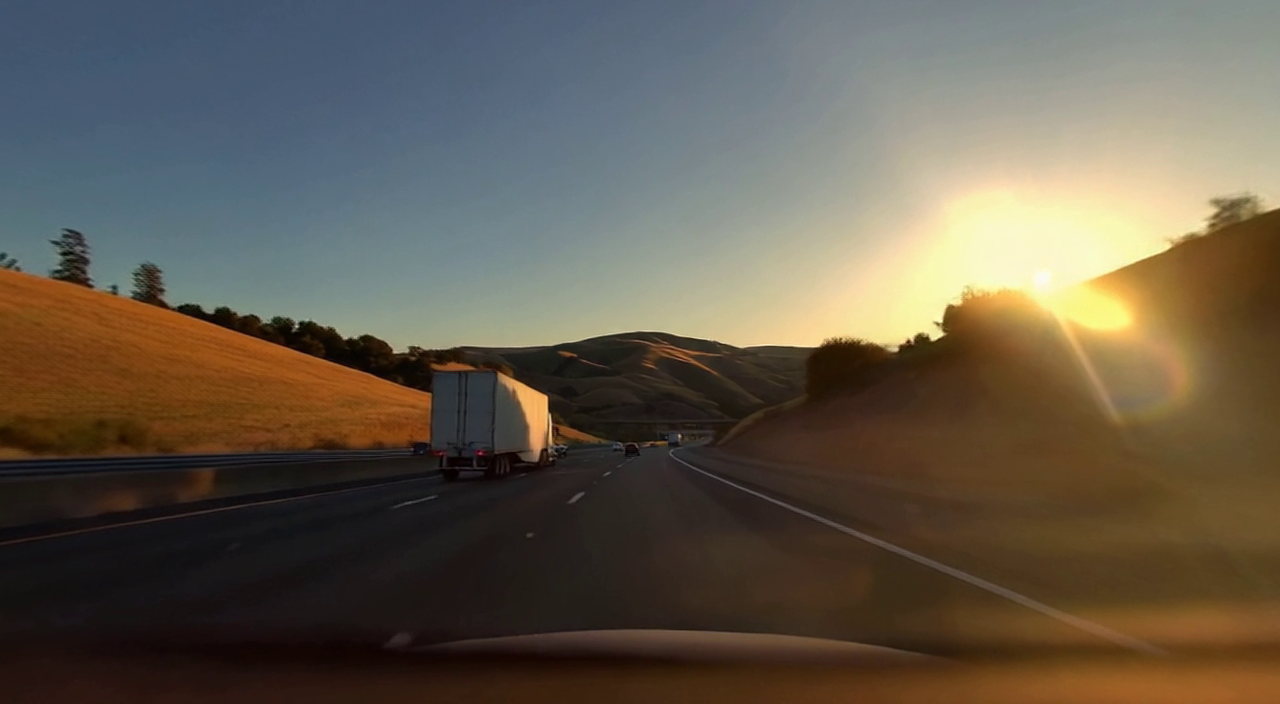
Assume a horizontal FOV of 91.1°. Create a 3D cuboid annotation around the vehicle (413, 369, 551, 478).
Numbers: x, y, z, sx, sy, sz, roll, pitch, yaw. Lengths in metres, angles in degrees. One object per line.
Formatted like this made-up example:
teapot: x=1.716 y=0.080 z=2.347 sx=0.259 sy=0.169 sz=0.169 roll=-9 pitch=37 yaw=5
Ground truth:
vehicle: x=-6.353 y=3.326 z=27.716 sx=2.981 sy=3.860 sz=11.022 roll=0 pitch=-9 yaw=1
